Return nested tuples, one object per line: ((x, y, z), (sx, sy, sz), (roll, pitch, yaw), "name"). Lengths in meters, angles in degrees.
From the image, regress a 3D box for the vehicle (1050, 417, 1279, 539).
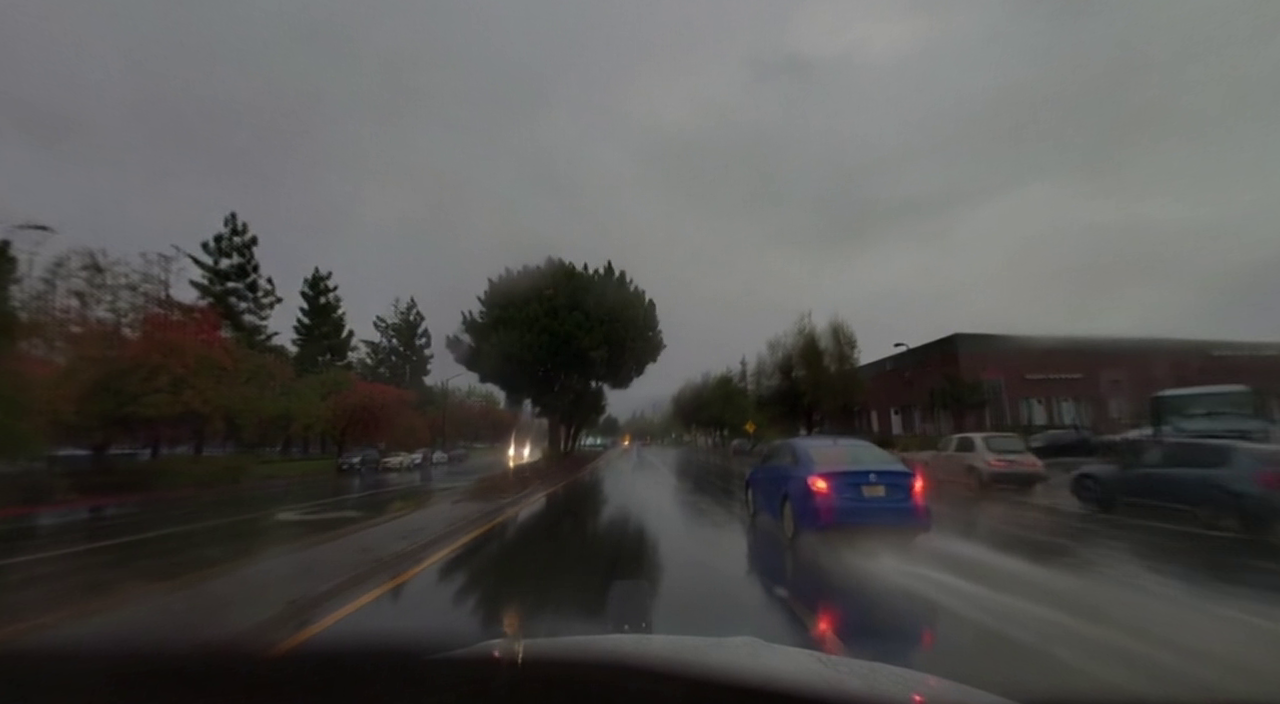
((9.258, 2.004, 10.617), (1.889, 1.629, 4.072), (0, -8, 0), "vehicle")

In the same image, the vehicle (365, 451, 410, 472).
((-19.262, 8.362, 48.248), (1.736, 1.502, 4.259), (0, -8, -1), "vehicle")

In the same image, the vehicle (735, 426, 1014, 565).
((2.811, 1.837, 8.929), (2.141, 1.443, 4.499), (0, -8, -1), "vehicle")

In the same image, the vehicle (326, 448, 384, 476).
((-19.274, 7.425, 42.807), (1.888, 1.751, 4.526), (0, -8, -1), "vehicle")
